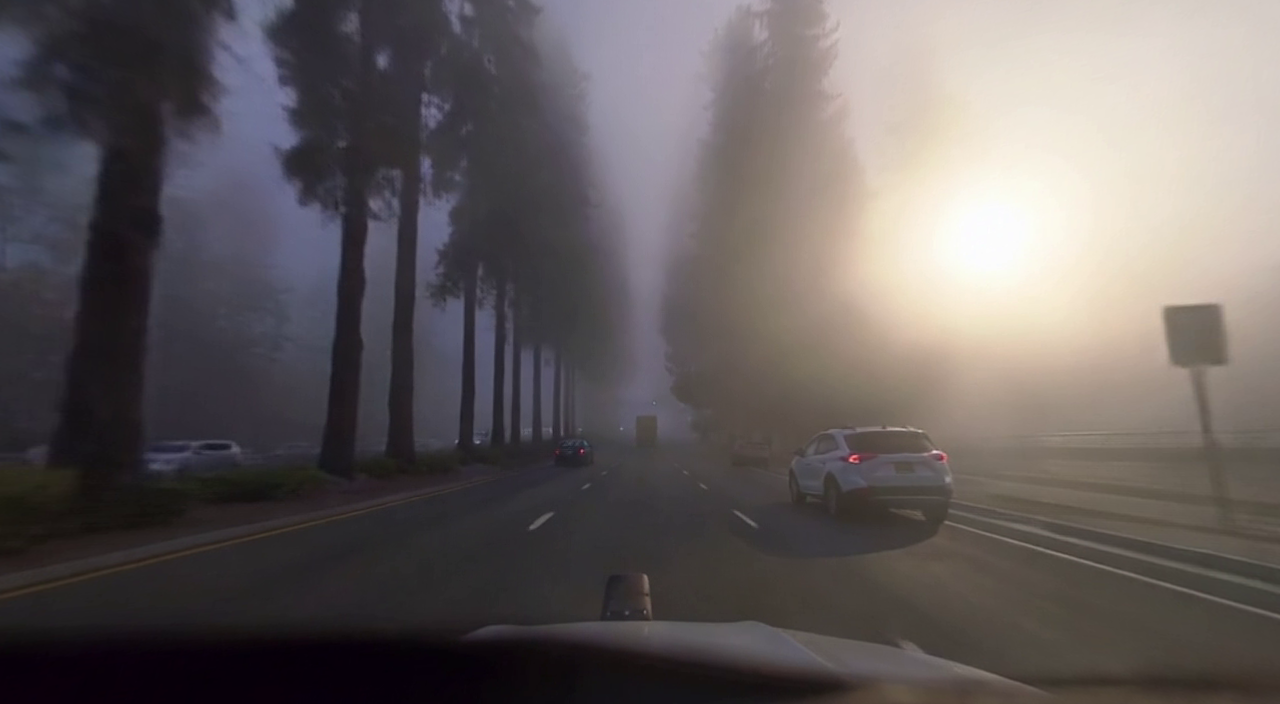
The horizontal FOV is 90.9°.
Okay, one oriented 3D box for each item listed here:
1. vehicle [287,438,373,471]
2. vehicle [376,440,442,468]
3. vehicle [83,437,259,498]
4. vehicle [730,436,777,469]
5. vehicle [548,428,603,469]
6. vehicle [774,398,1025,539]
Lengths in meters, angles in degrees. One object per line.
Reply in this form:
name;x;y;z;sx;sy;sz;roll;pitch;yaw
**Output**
vehicle;-16.688;5.518;34.239;2.176;1.646;4.643;0;-8;1
vehicle;-12.955;5.753;35.682;1.897;1.472;4.592;-1;-9;2
vehicle;-13.772;3.383;18.888;2.181;1.604;3.944;0;-9;1
vehicle;6.355;5.682;35.784;2.280;1.757;4.572;-1;-9;6
vehicle;-3.251;5.015;32.896;2.255;1.940;4.822;-1;-9;2
vehicle;4.353;2.116;12.084;2.381;2.008;5.971;0;-9;2
